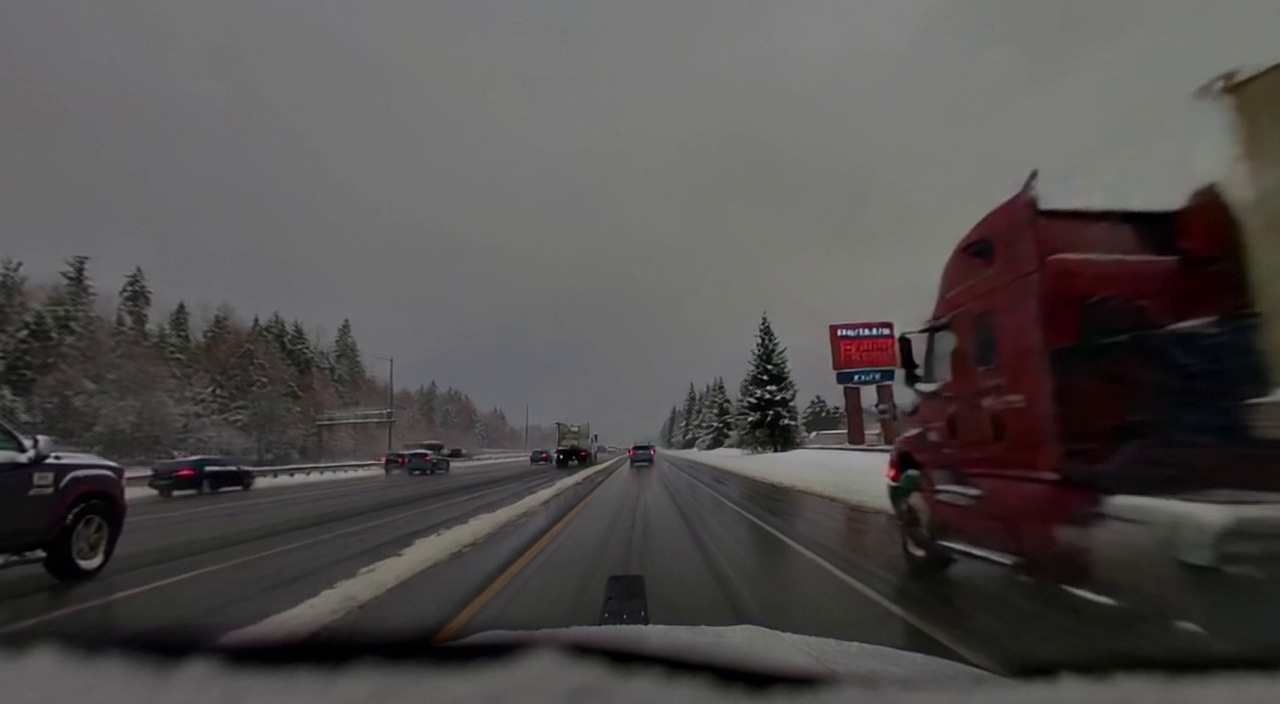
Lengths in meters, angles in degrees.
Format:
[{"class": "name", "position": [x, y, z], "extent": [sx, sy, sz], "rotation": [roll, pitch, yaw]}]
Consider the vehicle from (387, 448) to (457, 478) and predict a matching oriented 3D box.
[{"class": "vehicle", "position": [-11.806, 6.018, 34.523], "extent": [1.928, 1.480, 4.823], "rotation": [-1, -9, 2]}]

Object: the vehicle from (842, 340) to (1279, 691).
[{"class": "vehicle", "position": [4.505, 1.392, 6.852], "extent": [2.574, 2.046, 6.219], "rotation": [0, -8, 0]}]

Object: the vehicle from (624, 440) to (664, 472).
[{"class": "vehicle", "position": [0.239, 6.109, 37.260], "extent": [2.227, 1.794, 4.646], "rotation": [0, -9, 1]}]

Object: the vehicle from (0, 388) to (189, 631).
[{"class": "vehicle", "position": [-5.908, 1.113, 4.262], "extent": [2.200, 1.793, 4.586], "rotation": [-1, -9, 2]}]
